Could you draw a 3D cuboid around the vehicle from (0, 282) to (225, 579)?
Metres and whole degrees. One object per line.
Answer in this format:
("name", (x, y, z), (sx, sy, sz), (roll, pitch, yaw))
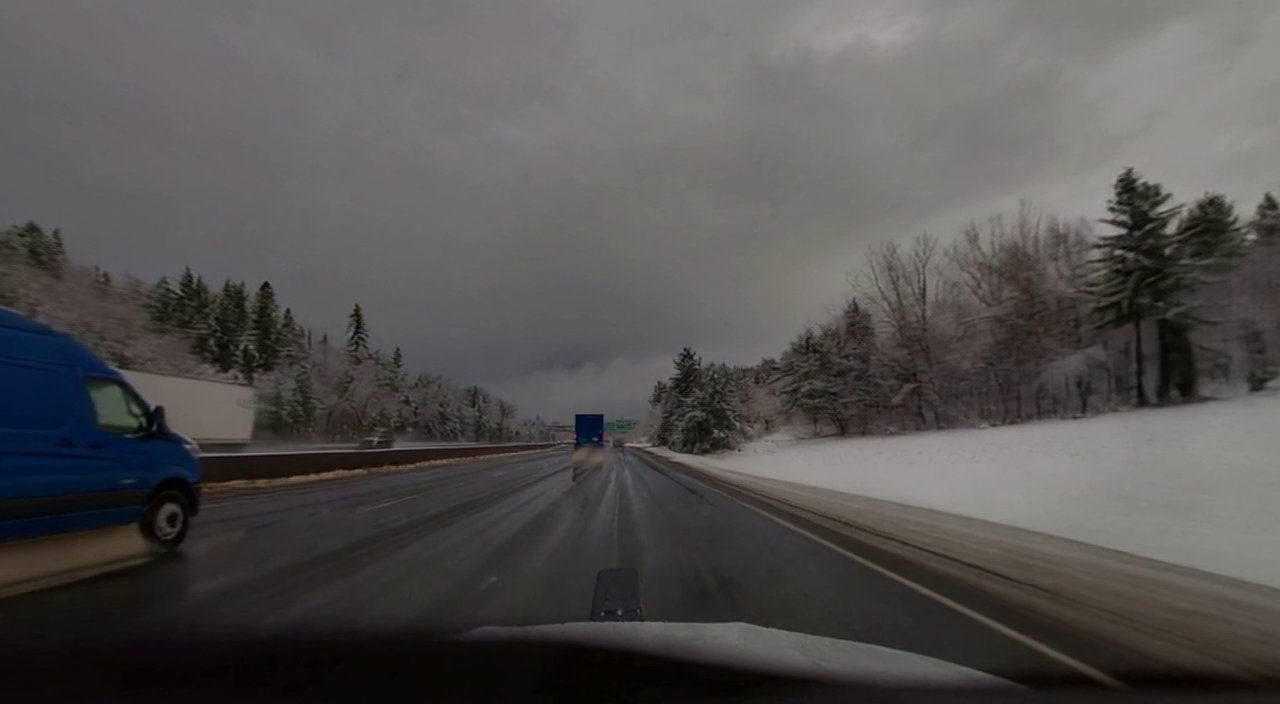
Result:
("vehicle", (-7.191, 0.687, 5.564), (2.396, 2.763, 6.935), (0, -8, -1))

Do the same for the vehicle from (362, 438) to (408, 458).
("vehicle", (-19.303, 7.254, 47.892), (1.973, 1.400, 3.948), (0, -8, -1))
